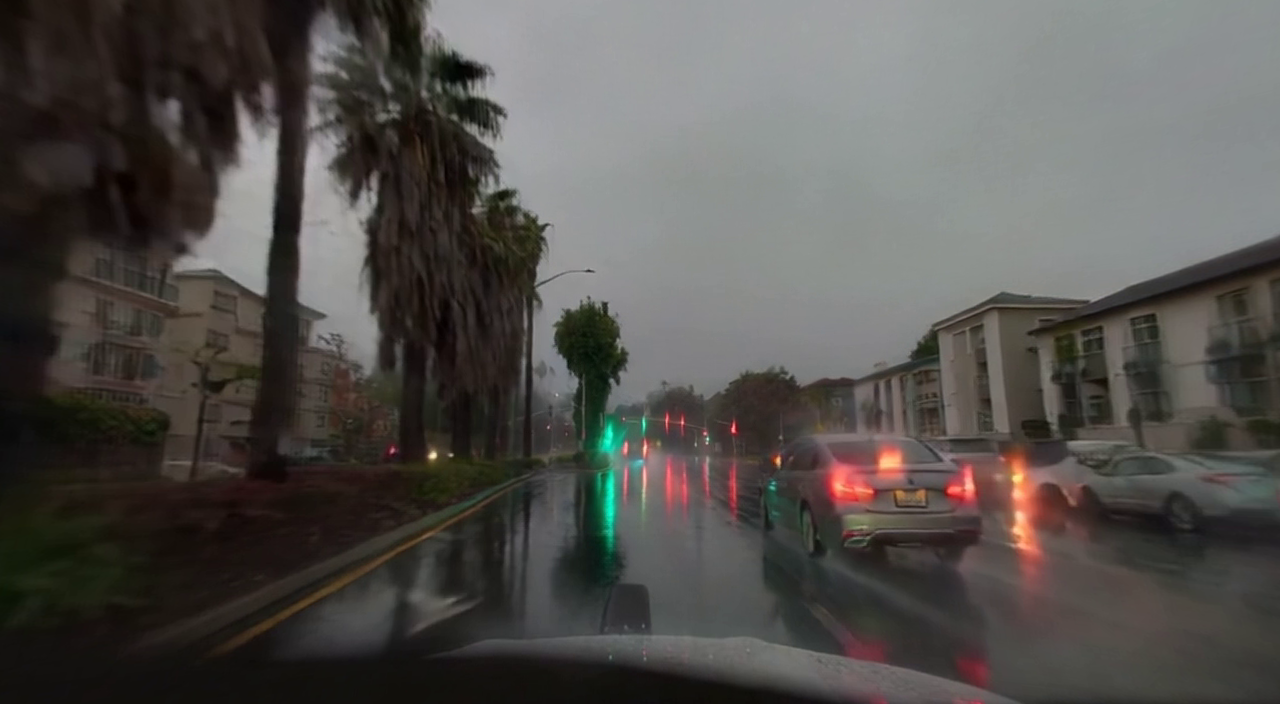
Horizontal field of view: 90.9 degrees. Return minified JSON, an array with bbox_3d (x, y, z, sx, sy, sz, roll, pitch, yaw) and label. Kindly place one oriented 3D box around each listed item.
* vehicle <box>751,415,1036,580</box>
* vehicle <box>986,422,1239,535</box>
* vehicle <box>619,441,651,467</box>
[{"bbox_3d":[2.922,1.784,8.518,2.009,1.639,4.267,0,-9,-1],"label":"vehicle"},{"bbox_3d":[9.966,2.671,13.949,2.060,1.908,4.679,4,-9,1],"label":"vehicle"},{"bbox_3d":[-0.318,6.937,42.996,2.087,1.709,4.076,0,-9,1],"label":"vehicle"}]
